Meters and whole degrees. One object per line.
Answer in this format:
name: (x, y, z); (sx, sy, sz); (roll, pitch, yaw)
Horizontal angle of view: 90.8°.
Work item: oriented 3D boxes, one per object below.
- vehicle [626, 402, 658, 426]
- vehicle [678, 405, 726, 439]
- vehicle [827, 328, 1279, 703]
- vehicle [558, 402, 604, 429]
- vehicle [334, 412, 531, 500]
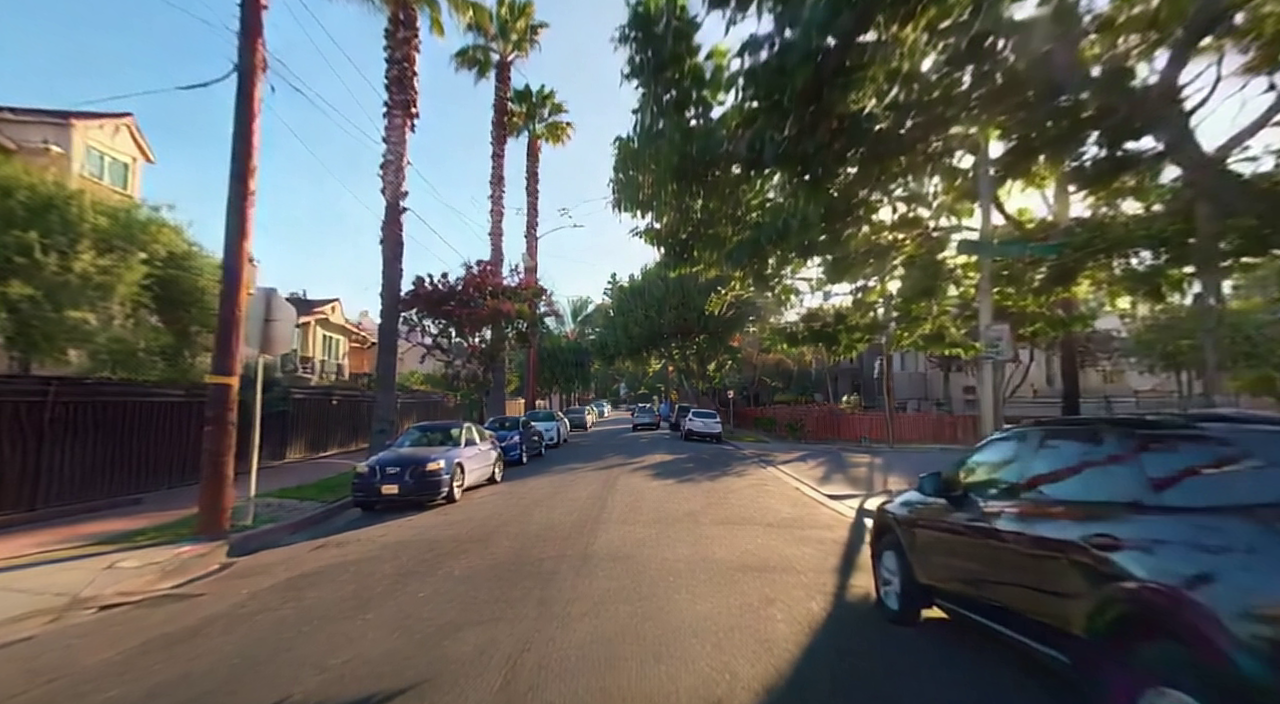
vehicle: (0.150, 4.411, 44.303); (2.081, 1.483, 4.599); (0, -8, 0)
vehicle: (3.138, 3.704, 32.933); (2.060, 1.614, 4.652); (0, -8, 0)
vehicle: (2.775, 1.101, 3.921); (1.895, 1.680, 4.842); (0, -8, 2)
vehicle: (-3.707, 4.144, 40.790); (2.130, 1.543, 5.386); (0, -8, 4)
vehicle: (-4.072, 2.190, 13.751); (2.157, 1.487, 5.718); (0, -8, 2)
